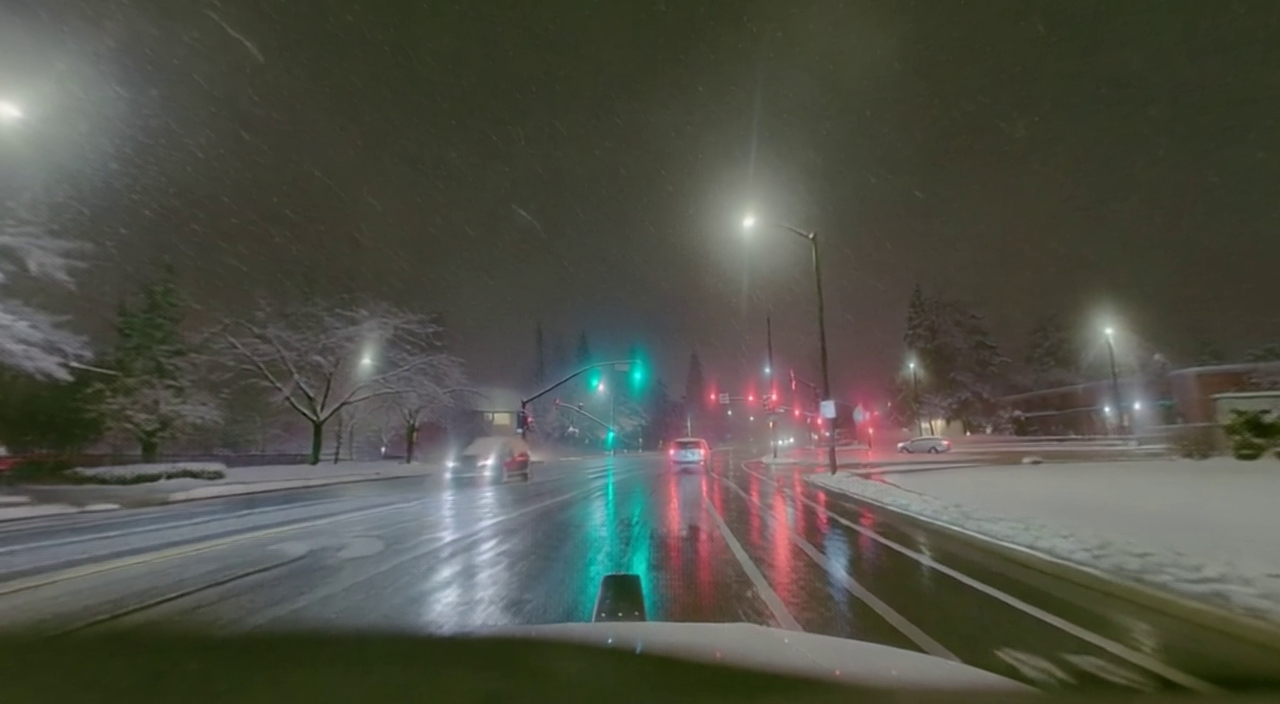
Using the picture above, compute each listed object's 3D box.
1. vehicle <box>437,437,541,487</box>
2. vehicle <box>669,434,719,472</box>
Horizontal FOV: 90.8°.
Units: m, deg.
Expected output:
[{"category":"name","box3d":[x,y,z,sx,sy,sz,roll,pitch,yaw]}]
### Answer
[{"category":"vehicle","box3d":[-5.607,4.159,24.264,2.183,1.699,4.974,-1,-8,8]},{"category":"vehicle","box3d":[2.885,5.250,33.040,2.230,1.827,4.298,-1,-9,9]}]
